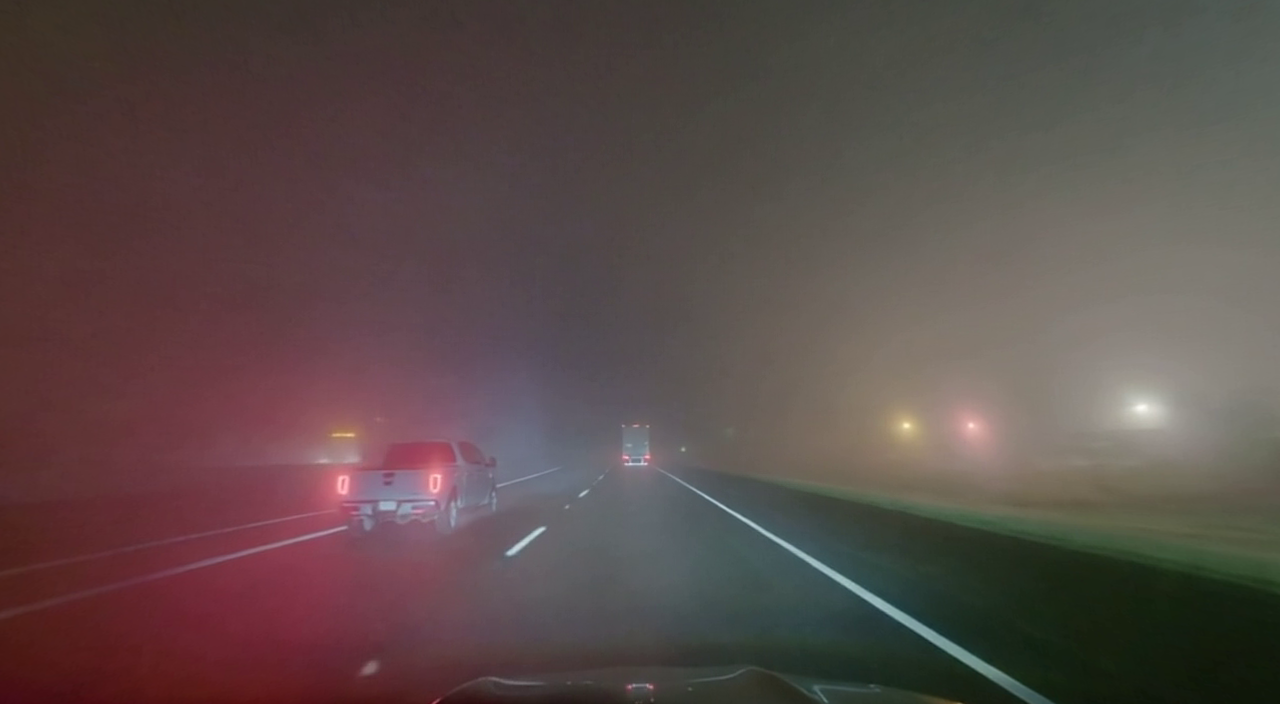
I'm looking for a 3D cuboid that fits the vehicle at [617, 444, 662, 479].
[{"bbox_3d":[-0.035,5.795,33.339,2.230,1.715,4.243,0,-9,-1],"label":"vehicle"}]

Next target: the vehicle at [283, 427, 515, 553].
[{"bbox_3d":[-3.717,2.234,10.850,2.181,1.653,4.691,0,-9,0],"label":"vehicle"}]
